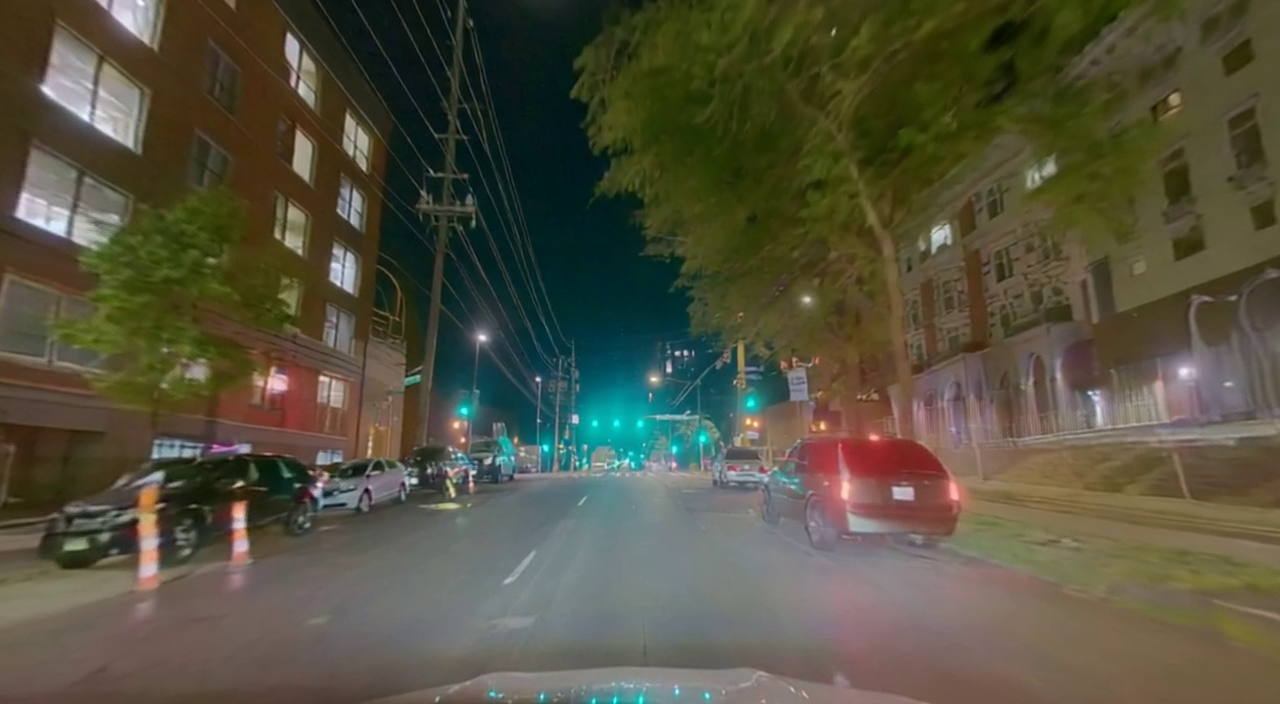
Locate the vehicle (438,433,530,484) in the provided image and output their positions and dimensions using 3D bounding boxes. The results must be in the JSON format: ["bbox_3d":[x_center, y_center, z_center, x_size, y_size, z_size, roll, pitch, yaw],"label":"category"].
[{"bbox_3d":[-6.361,4.412,26.681,2.279,1.873,5.912,0,-8,1],"label":"vehicle"}]

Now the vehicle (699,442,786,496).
[{"bbox_3d":[3.125,3.620,20.101,1.953,1.503,4.137,0,-8,-2],"label":"vehicle"}]

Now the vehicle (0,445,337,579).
[{"bbox_3d":[-6.426,2.113,9.285,1.968,1.450,4.271,0,-8,-3],"label":"vehicle"}]

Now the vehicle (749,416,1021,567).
[{"bbox_3d":[3.288,1.966,9.906,2.141,1.737,5.009,0,-8,-1],"label":"vehicle"}]

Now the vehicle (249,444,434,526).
[{"bbox_3d":[-6.363,2.829,14.239,1.919,1.475,4.833,0,-8,-1],"label":"vehicle"}]
